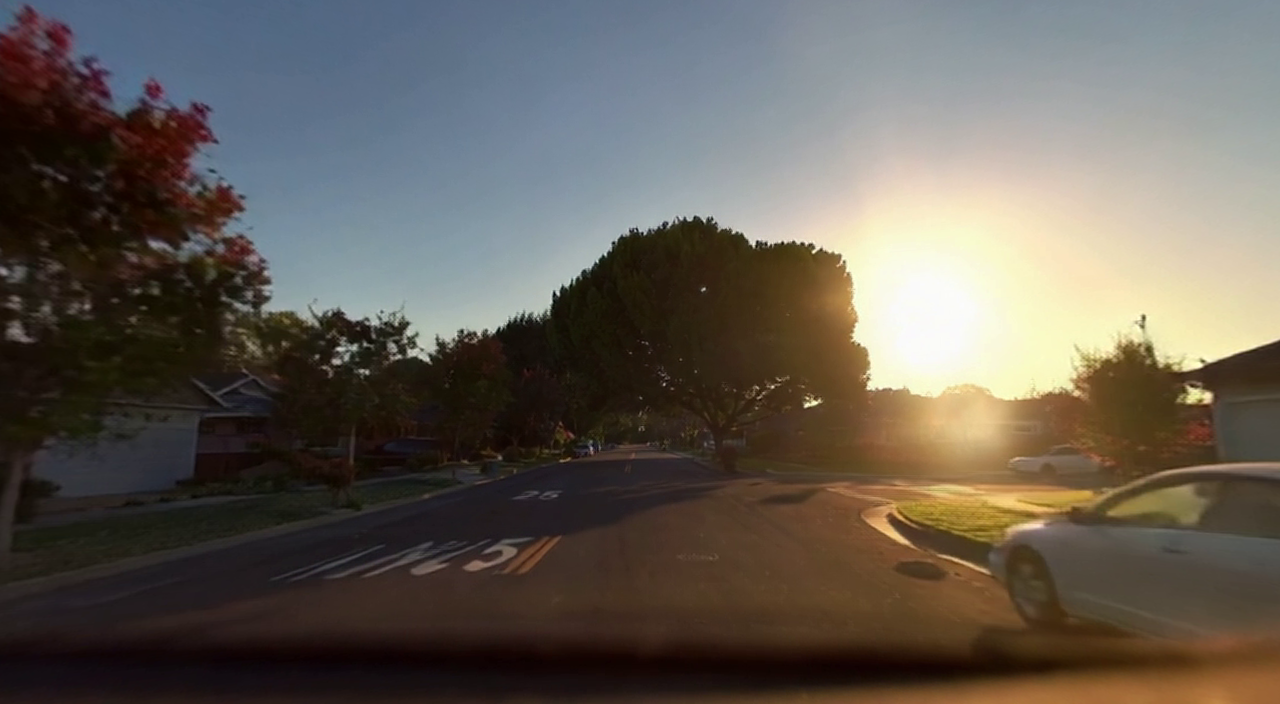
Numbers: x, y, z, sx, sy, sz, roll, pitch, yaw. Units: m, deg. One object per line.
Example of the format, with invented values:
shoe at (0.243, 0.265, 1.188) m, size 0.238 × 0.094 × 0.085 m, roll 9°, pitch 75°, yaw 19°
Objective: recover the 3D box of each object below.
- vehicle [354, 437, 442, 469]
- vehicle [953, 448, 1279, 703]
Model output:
vehicle at (-12.956, 5.448, 33.981) m, size 3.921 × 1.629 × 1.832 m, roll 0°, pitch -10°, yaw 3°
vehicle at (4.102, 1.345, 3.973) m, size 1.952 × 1.442 × 4.529 m, roll 0°, pitch -8°, yaw 0°
